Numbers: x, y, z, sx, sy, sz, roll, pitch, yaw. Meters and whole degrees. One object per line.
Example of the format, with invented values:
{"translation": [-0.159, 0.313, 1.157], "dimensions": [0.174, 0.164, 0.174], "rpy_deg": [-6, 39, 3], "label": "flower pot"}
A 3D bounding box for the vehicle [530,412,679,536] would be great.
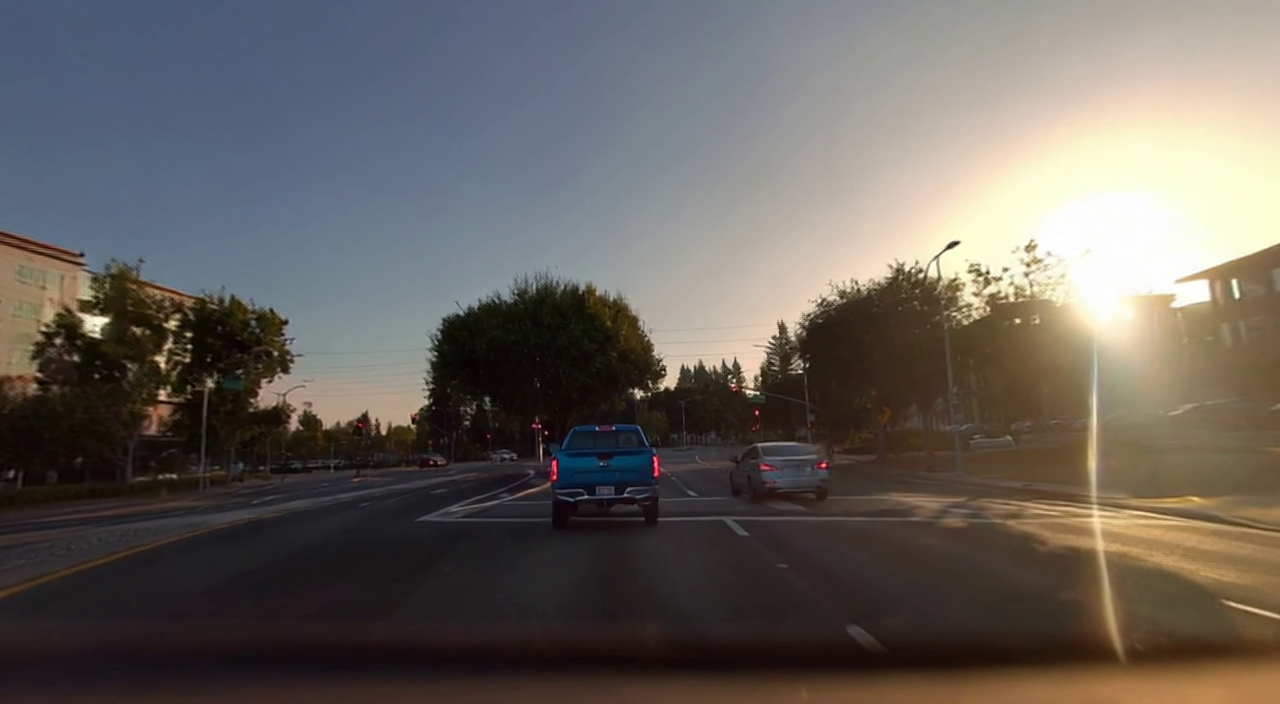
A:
{"translation": [-0.528, 2.098, 11.556], "dimensions": [2.145, 1.762, 4.731], "rpy_deg": [0, -8, 0], "label": "vehicle"}

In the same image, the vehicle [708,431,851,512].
{"translation": [2.875, 2.578, 14.178], "dimensions": [2.073, 1.484, 4.437], "rpy_deg": [0, -8, -2], "label": "vehicle"}
